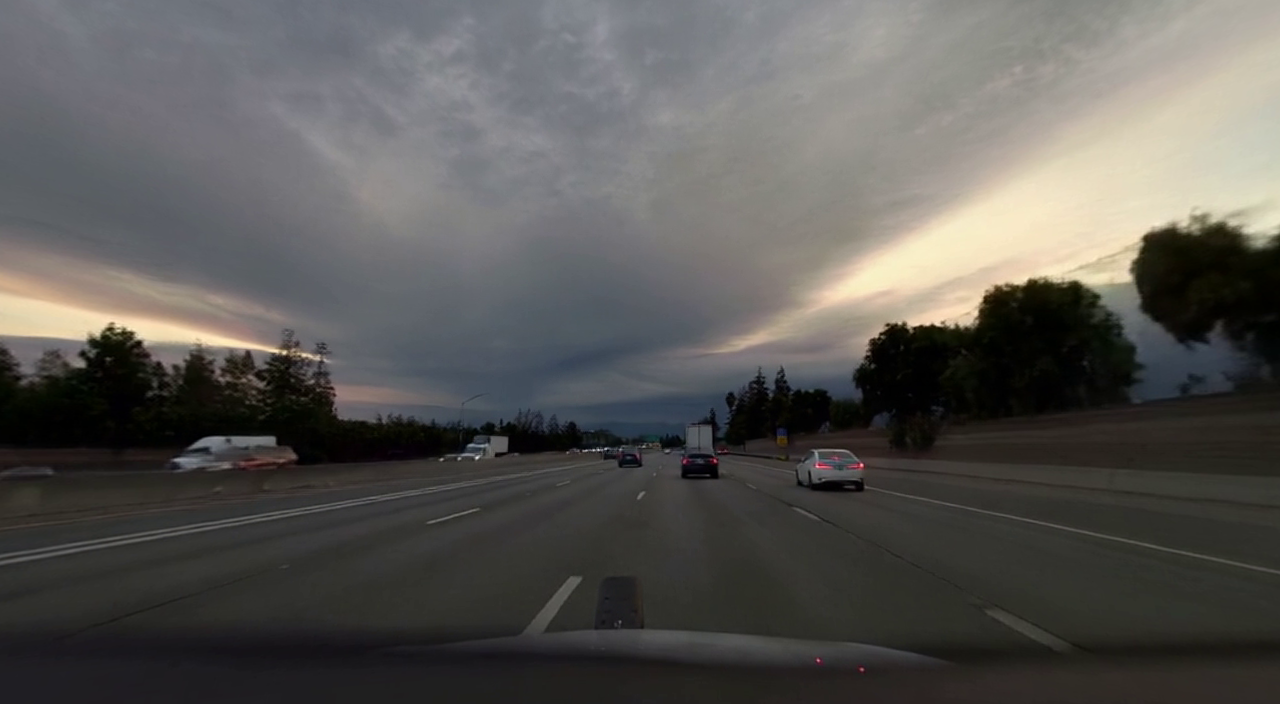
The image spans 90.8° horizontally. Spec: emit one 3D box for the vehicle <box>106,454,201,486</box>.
[{"bbox_3d":[-23.142,5.607,30.211,1.637,1.402,3.406,-1,-9,4],"label":"vehicle"}]

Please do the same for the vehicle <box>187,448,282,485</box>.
[{"bbox_3d":[-16.147,4.549,25.335,1.503,1.364,3.224,-1,-9,4],"label":"vehicle"}]

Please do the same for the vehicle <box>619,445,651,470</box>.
[{"bbox_3d":[-0.318,7.554,45.653,1.988,1.696,4.754,-1,-9,4],"label":"vehicle"}]

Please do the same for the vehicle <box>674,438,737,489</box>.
[{"bbox_3d":[2.363,4.137,23.799,2.103,1.717,4.399,0,-9,3],"label":"vehicle"}]

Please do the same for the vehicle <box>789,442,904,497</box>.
[{"bbox_3d":[6.202,3.561,19.655,2.146,1.482,4.665,0,-9,2],"label":"vehicle"}]

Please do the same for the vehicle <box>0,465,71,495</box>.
[{"bbox_3d":[-31.498,6.537,32.441,1.427,1.302,3.196,-1,-9,4],"label":"vehicle"}]
